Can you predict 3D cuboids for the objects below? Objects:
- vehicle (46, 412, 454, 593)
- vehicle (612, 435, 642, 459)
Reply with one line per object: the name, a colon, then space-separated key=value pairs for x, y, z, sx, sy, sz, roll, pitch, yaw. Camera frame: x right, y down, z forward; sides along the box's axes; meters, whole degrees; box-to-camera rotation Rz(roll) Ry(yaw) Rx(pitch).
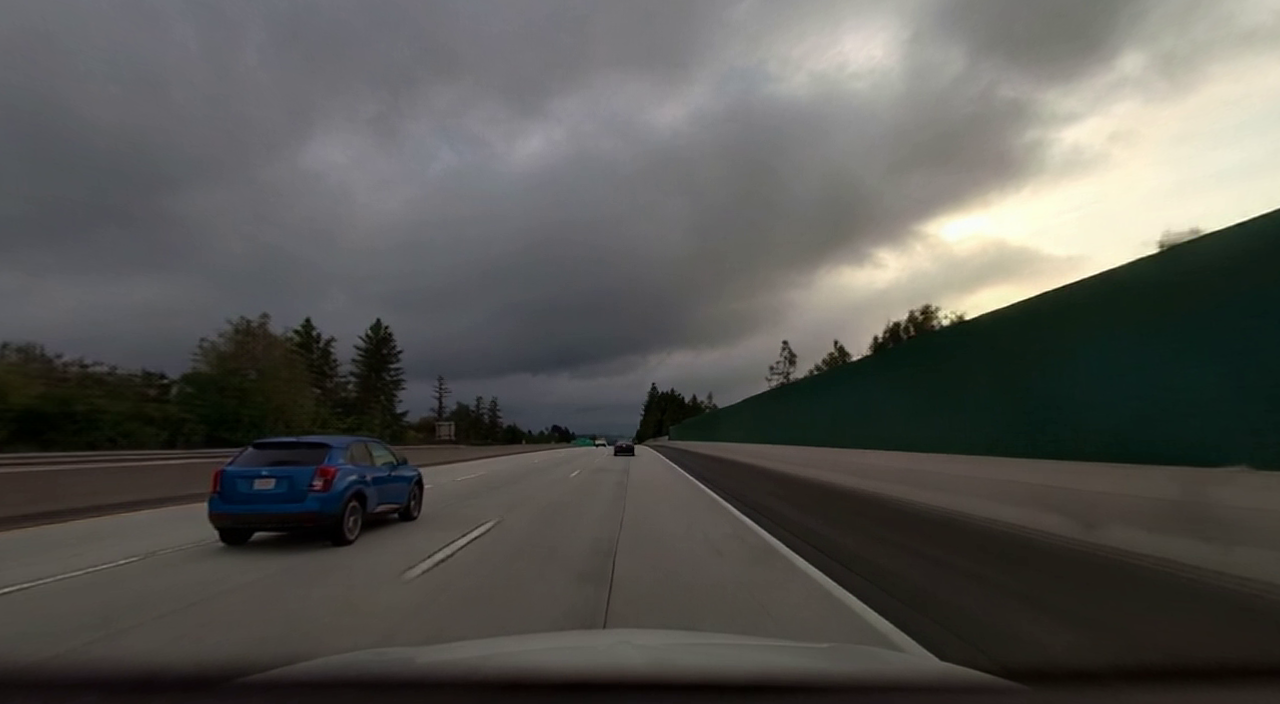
vehicle: x=-4.077 y=1.618 z=7.883 sx=2.072 sy=1.545 sz=4.767 roll=0 pitch=-8 yaw=0
vehicle: x=-0.851 y=6.101 z=40.648 sx=1.836 sy=1.450 sz=3.519 roll=0 pitch=-8 yaw=-1
